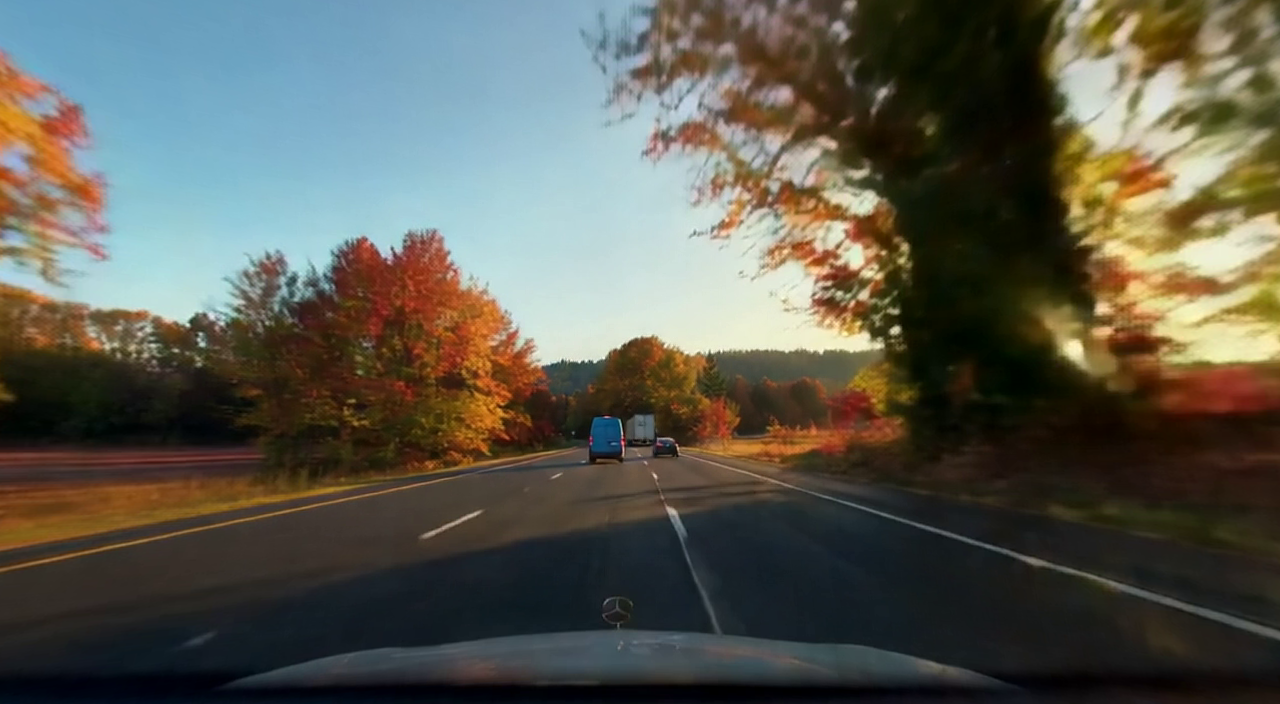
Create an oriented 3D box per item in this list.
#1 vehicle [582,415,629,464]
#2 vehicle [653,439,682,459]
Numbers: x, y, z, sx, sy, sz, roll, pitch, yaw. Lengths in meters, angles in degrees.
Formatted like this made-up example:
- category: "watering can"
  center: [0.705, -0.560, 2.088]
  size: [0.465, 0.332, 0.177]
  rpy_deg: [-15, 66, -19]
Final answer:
- category: "vehicle"
  center: [-1.907, 5.129, 36.869]
  size: [2.389, 2.637, 5.437]
  rpy_deg: [0, -8, 1]
- category: "vehicle"
  center: [2.111, 7.637, 49.902]
  size: [1.962, 1.508, 4.363]
  rpy_deg: [0, -8, -2]
